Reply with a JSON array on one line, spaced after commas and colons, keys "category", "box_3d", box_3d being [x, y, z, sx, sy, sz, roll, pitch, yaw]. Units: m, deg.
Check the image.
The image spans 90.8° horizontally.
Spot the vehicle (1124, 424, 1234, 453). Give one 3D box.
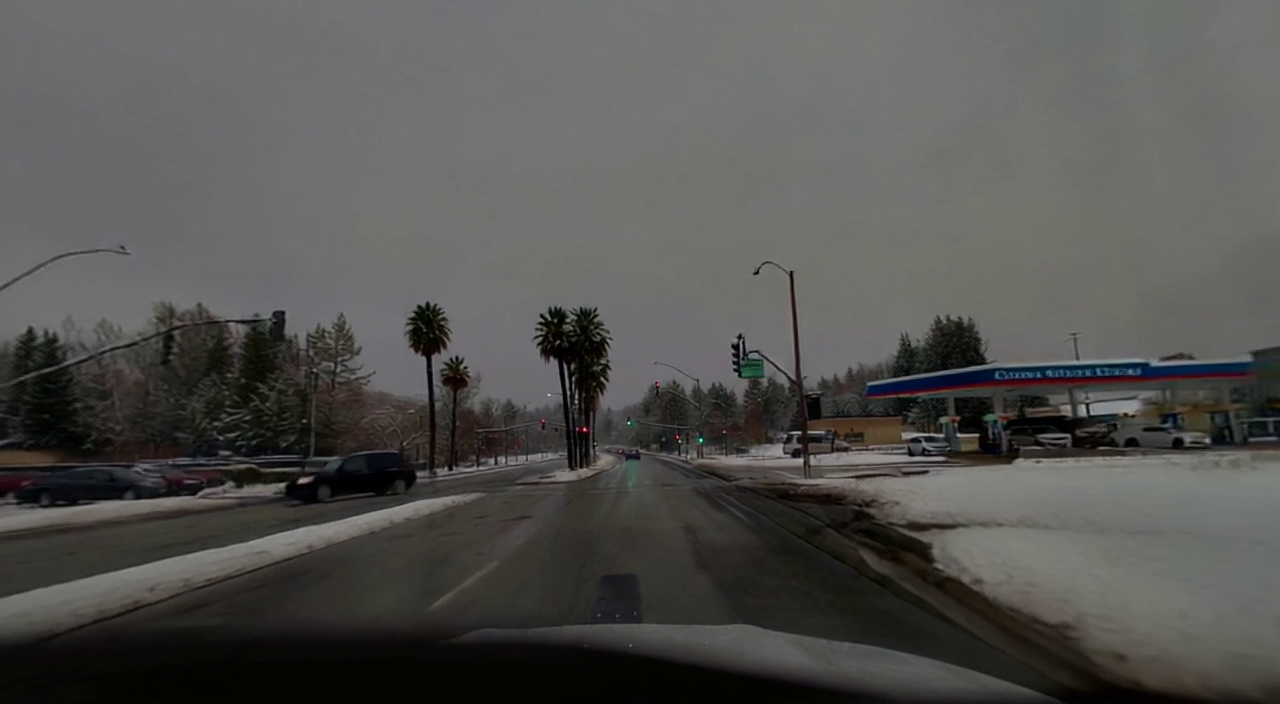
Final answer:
[{"category": "vehicle", "box_3d": [30.360, 4.902, 35.681, 4.286, 1.519, 2.070, -1, -9, -3]}]

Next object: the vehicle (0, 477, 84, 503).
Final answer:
[{"category": "vehicle", "box_3d": [-37.828, 8.612, 39.473, 4.182, 1.452, 1.954, 0, -9, -1]}]

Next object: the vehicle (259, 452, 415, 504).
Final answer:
[{"category": "vehicle", "box_3d": [-10.002, 4.145, 21.369, 1.920, 1.496, 4.763, -3, -9, 19]}]

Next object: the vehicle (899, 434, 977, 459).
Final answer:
[{"category": "vehicle", "box_3d": [21.635, 6.859, 45.954, 4.578, 1.756, 2.042, 1, -9, -5]}]

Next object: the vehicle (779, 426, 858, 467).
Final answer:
[{"category": "vehicle", "box_3d": [13.320, 7.222, 48.331, 2.944, 2.783, 10.332, 0, -9, -1]}]

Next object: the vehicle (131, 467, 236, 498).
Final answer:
[{"category": "vehicle", "box_3d": [-25.603, 7.319, 35.528, 4.407, 1.565, 1.861, 0, -9, 2]}]

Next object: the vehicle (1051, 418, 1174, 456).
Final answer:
[{"category": "vehicle", "box_3d": [30.334, 5.498, 40.696, 6.052, 2.171, 2.511, -1, -8, -7]}]

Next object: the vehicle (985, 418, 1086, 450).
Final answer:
[{"category": "vehicle", "box_3d": [28.941, 6.060, 46.417, 5.625, 2.303, 2.592, 0, -9, 2]}]
